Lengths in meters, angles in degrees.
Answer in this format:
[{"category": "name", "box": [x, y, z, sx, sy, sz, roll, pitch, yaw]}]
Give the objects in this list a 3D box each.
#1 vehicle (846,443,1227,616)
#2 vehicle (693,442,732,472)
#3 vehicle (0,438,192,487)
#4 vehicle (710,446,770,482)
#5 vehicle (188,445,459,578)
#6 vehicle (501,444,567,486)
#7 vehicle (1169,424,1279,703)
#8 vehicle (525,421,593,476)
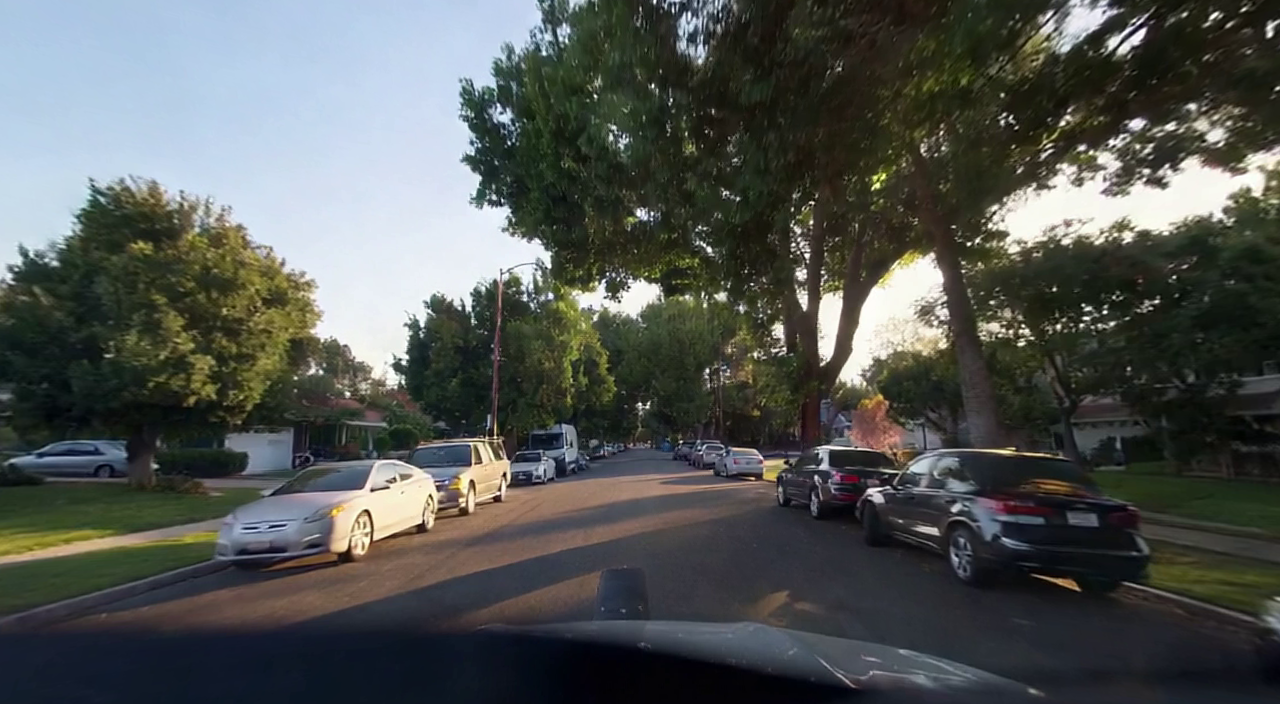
[{"category": "vehicle", "box": [4.205, 1.881, 7.733, 1.852, 1.487, 4.327, 0, -8, 0]}, {"category": "vehicle", "box": [4.254, 6.193, 37.343, 1.839, 1.520, 4.498, 3, -8, 1]}, {"category": "vehicle", "box": [-17.442, 3.519, 20.120, 4.573, 1.460, 2.022, 0, -8, 0]}, {"category": "vehicle", "box": [4.303, 4.861, 27.544, 1.846, 1.351, 4.272, 3, -8, -1]}, {"category": "vehicle", "box": [-4.604, 2.325, 10.146, 2.008, 1.524, 4.602, -1, -8, 0]}, {"category": "vehicle", "box": [-4.639, 5.016, 28.255, 2.023, 1.568, 4.942, -3, -9, 1]}, {"category": "vehicle", "box": [3.968, 0.882, 1.134, 1.893, 1.500, 4.830, 3, -8, 1]}, {"category": "vehicle", "box": [-4.277, 5.241, 34.234, 2.470, 2.613, 5.989, -4, -9, 4]}]
